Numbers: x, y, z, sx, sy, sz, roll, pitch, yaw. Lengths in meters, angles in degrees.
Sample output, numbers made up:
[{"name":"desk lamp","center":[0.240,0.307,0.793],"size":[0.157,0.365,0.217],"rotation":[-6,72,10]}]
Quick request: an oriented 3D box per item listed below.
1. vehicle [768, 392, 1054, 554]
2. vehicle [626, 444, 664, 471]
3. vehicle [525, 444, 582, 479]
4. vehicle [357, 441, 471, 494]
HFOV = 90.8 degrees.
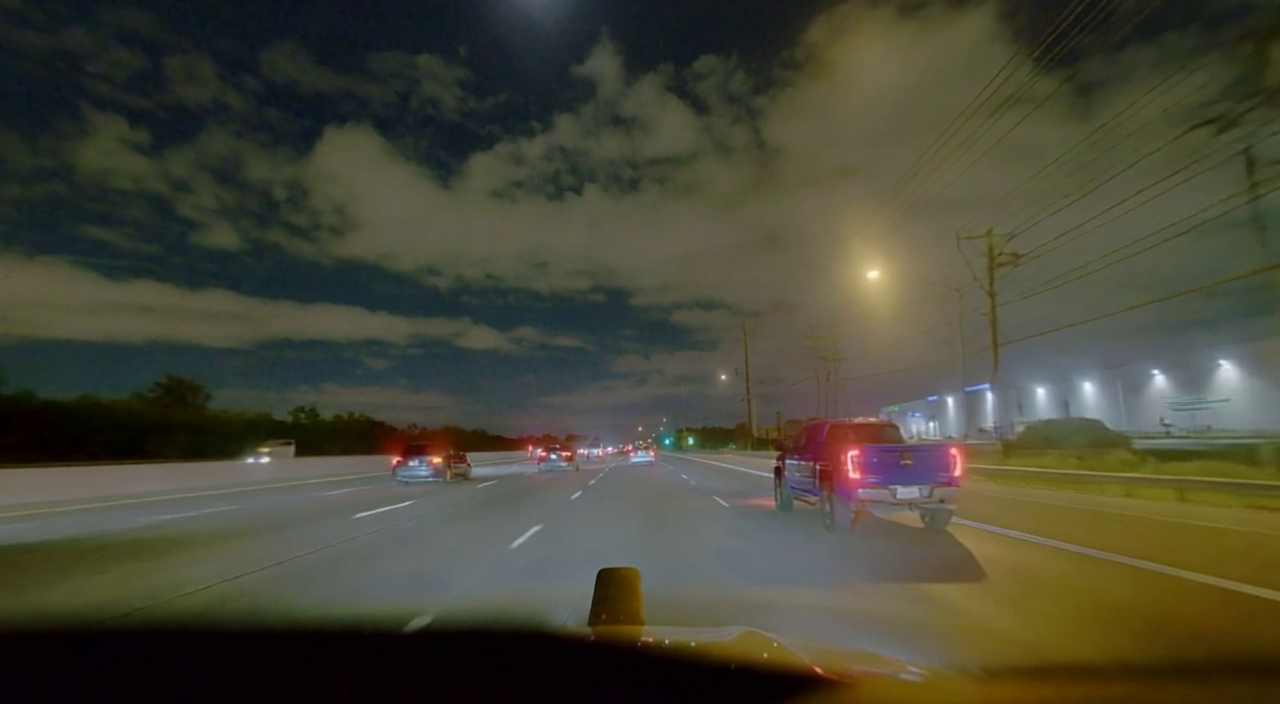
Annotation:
[{"name":"vehicle","center":[3.762,1.818,10.159],"size":[2.231,1.919,5.086],"rotation":[0,-9,-1]},{"name":"vehicle","center":[0.271,6.033,36.316],"size":[2.030,1.471,4.115],"rotation":[0,-9,0]},{"name":"vehicle","center":[-3.737,4.823,28.125],"size":[1.938,1.444,4.206],"rotation":[0,-9,0]},{"name":"vehicle","center":[-7.160,3.685,20.618],"size":[1.959,1.496,4.740],"rotation":[0,-9,0]}]
